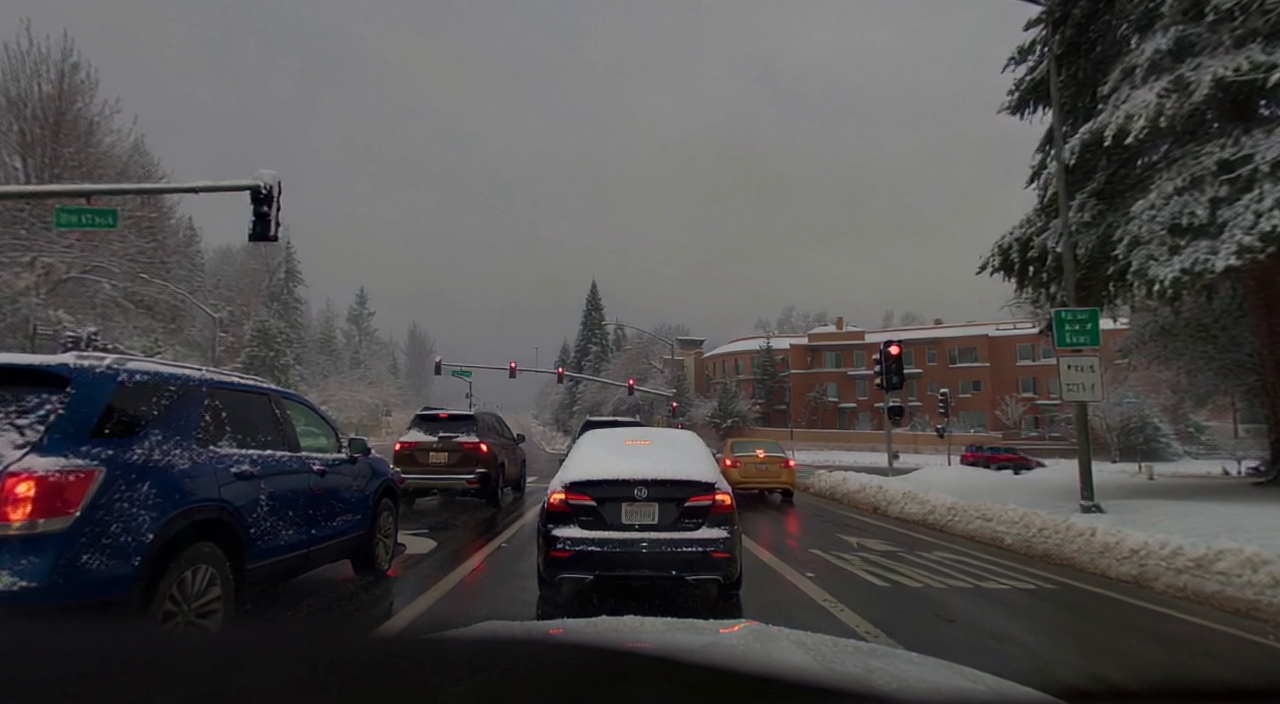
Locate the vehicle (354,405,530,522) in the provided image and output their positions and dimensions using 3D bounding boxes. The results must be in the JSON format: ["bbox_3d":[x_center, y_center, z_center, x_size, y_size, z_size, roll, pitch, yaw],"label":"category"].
[{"bbox_3d":[-3.880,2.315,13.695,2.305,1.984,5.586,0,-8,-3],"label":"vehicle"}]

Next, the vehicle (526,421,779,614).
[{"bbox_3d":[-0.060,1.628,7.267,2.001,1.483,4.442,0,-8,-4],"label":"vehicle"}]

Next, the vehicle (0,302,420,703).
[{"bbox_3d":[-3.139,1.012,4.141,1.924,1.737,4.387,0,-8,-2],"label":"vehicle"}]

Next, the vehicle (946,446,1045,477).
[{"bbox_3d":[22.310,6.862,39.784,4.874,1.854,2.230,0,-9,-3],"label":"vehicle"}]
